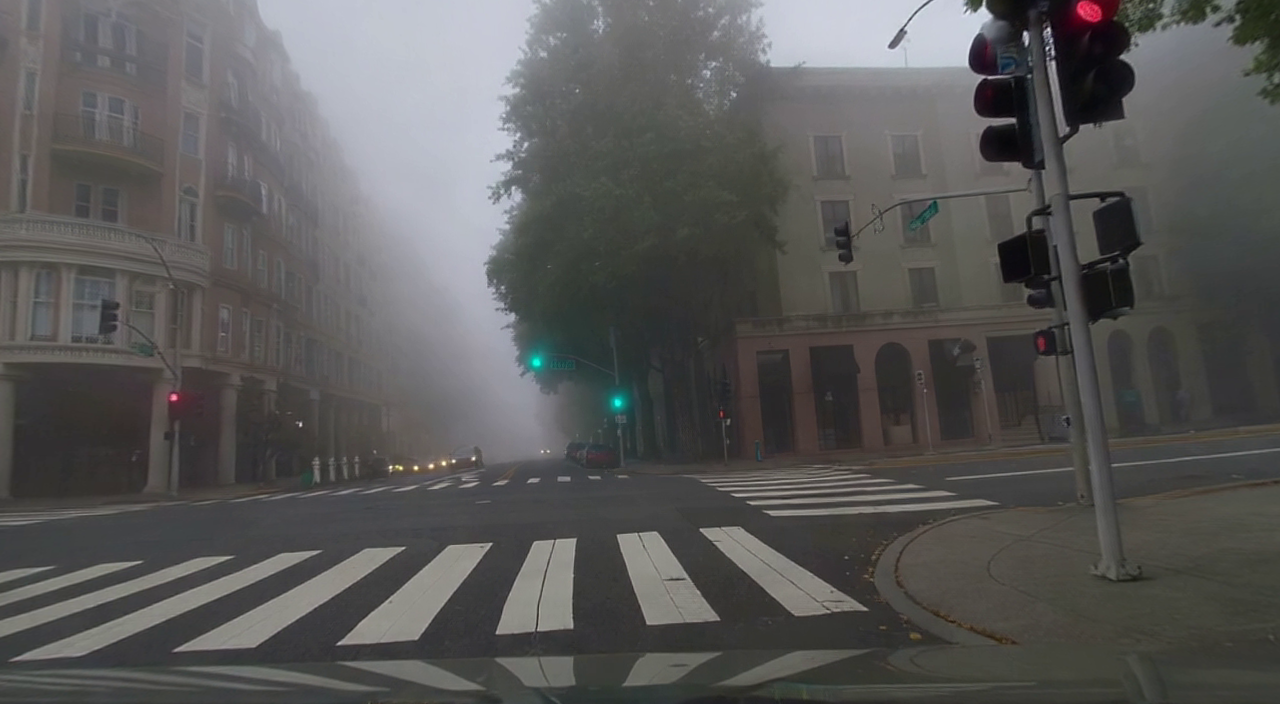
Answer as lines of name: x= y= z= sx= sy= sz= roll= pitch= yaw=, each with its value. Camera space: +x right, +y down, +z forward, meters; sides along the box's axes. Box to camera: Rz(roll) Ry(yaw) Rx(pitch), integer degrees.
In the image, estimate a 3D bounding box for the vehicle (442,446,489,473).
vehicle: x=-10.452 y=6.468 z=38.153 sx=2.196 sy=1.503 sz=4.371 roll=1 pitch=-8 yaw=-8
